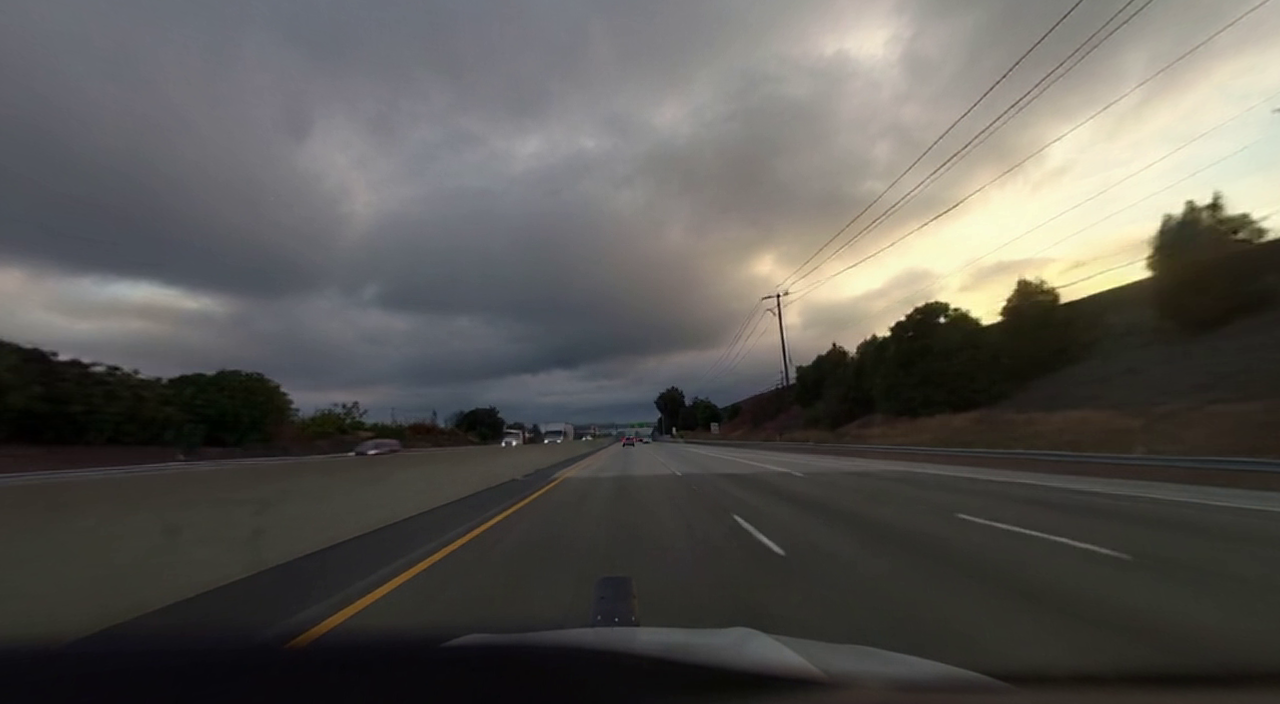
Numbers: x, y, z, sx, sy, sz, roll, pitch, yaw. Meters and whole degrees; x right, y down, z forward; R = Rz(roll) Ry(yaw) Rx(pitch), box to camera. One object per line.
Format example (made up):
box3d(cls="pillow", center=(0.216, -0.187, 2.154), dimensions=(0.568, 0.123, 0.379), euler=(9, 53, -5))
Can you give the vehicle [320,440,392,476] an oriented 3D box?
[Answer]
box3d(cls="vehicle", center=(-13.410, 5.008, 30.003), dimensions=(1.772, 1.608, 3.389), euler=(0, -8, 1))
